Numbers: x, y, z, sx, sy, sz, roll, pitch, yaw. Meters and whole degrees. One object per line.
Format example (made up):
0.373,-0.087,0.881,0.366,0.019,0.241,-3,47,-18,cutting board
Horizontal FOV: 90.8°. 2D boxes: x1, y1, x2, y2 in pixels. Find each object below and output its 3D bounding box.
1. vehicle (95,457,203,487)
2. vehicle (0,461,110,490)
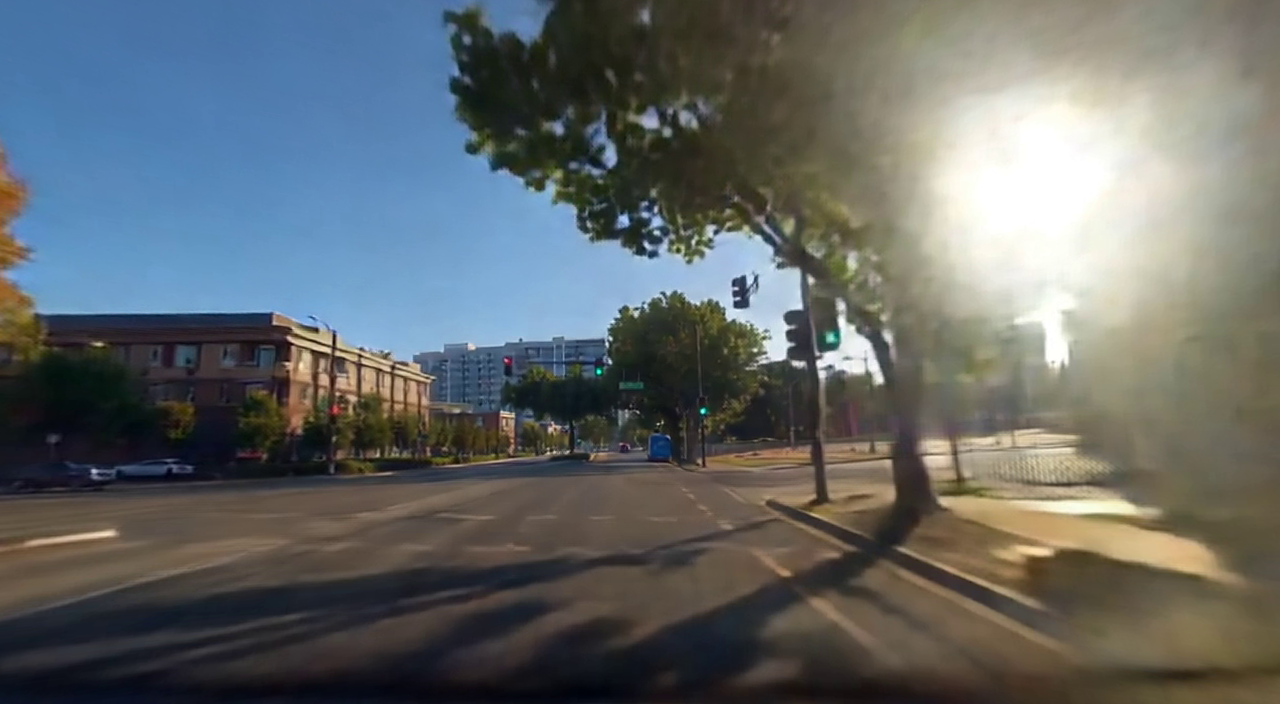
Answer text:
-26.344,6.455,33.996,4.153,1.493,1.808,0,-9,-2,vehicle
-31.442,6.587,33.824,4.453,1.441,1.770,0,-9,-1,vehicle
